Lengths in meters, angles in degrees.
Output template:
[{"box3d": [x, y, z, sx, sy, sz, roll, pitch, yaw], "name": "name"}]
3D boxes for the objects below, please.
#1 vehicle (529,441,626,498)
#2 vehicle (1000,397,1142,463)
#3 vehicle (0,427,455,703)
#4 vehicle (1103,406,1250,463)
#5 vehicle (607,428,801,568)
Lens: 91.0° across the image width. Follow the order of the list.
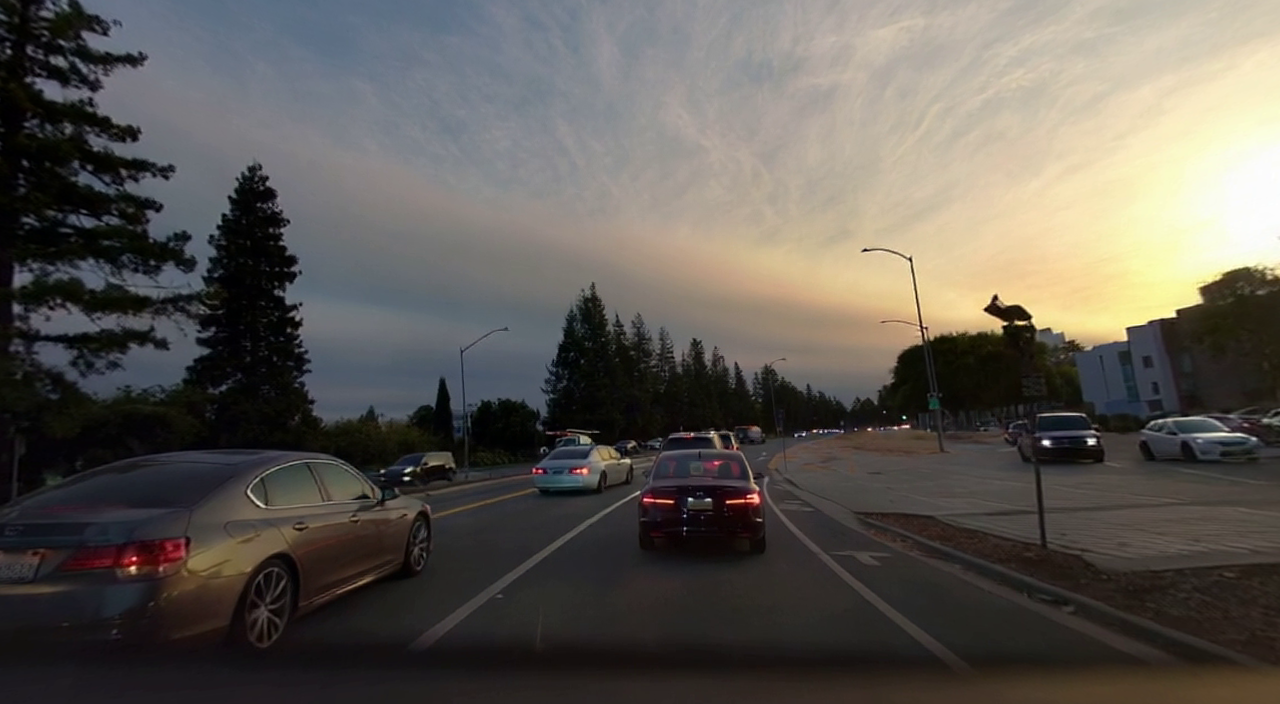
[{"box3d": [-1.742, 3.483, 19.070, 1.870, 1.490, 4.187, -2, -9, 9], "name": "vehicle"}, {"box3d": [14.218, 2.689, 21.191, 2.288, 1.933, 4.612, -2, -9, 13], "name": "vehicle"}, {"box3d": [-3.208, 1.437, 5.106, 1.940, 1.502, 4.241, -1, -9, 3], "name": "vehicle"}, {"box3d": [17.307, 2.725, 20.608, 1.803, 1.518, 3.893, -7, -9, 10], "name": "vehicle"}, {"box3d": [0.868, 1.938, 9.154, 2.142, 1.528, 4.133, -1, -9, 5], "name": "vehicle"}]
